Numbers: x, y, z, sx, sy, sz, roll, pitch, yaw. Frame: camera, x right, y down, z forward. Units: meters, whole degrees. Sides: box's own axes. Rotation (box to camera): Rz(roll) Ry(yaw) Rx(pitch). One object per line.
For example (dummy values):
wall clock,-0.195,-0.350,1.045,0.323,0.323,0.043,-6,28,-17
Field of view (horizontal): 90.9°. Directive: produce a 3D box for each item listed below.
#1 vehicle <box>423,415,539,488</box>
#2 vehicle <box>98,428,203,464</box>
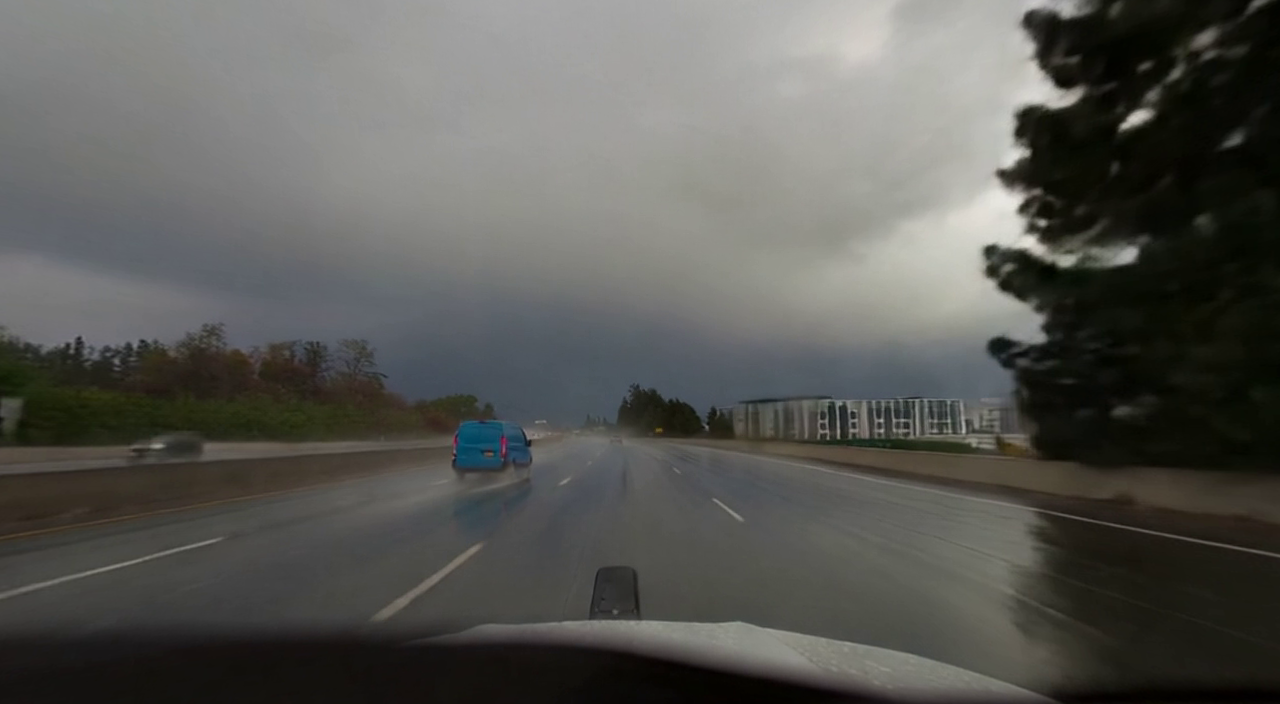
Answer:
vehicle,-4.423,2.827,18.376,2.219,1.827,4.738,0,-7,-1
vehicle,-23.949,4.589,31.070,1.923,1.658,4.312,0,-7,-4
